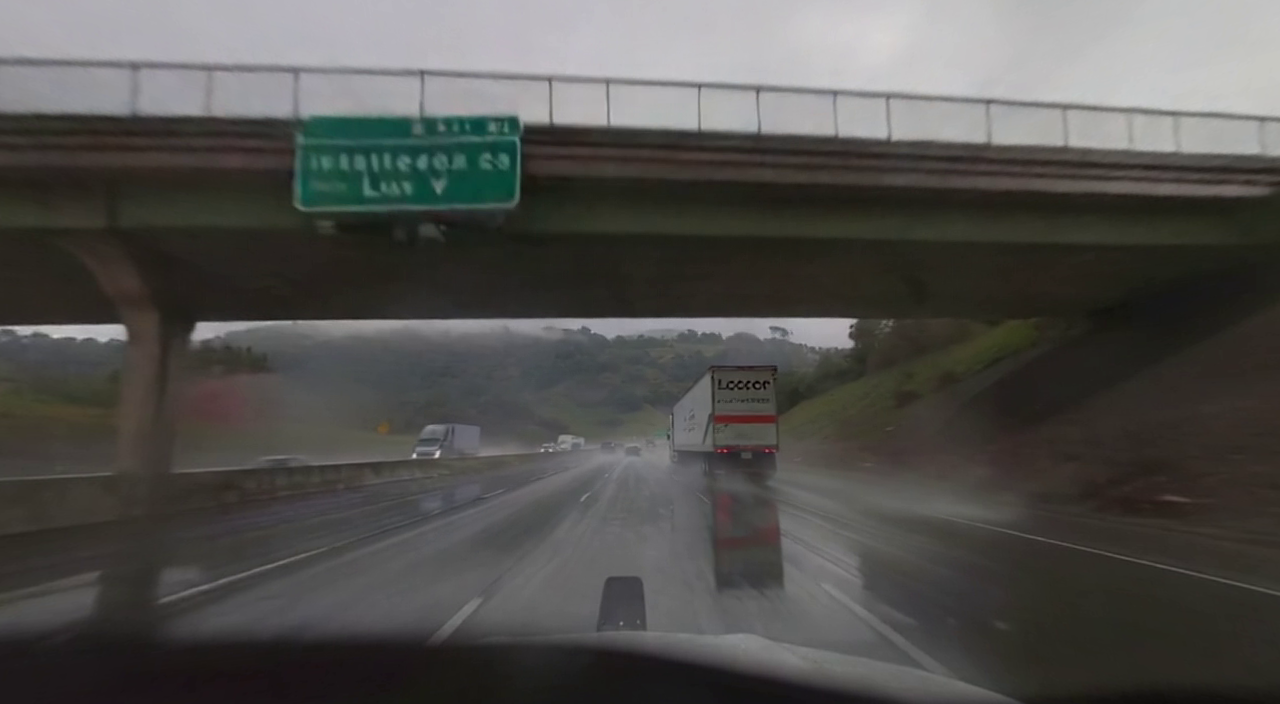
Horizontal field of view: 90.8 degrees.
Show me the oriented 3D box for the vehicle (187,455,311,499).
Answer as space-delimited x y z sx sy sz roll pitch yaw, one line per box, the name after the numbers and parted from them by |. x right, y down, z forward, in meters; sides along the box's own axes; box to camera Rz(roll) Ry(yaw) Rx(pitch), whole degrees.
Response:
-15.024 4.795 24.617 1.881 1.492 4.598 0 -9 0 | vehicle

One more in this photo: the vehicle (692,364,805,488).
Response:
3.827 3.017 24.661 2.885 3.992 8.526 0 -9 0 | vehicle
